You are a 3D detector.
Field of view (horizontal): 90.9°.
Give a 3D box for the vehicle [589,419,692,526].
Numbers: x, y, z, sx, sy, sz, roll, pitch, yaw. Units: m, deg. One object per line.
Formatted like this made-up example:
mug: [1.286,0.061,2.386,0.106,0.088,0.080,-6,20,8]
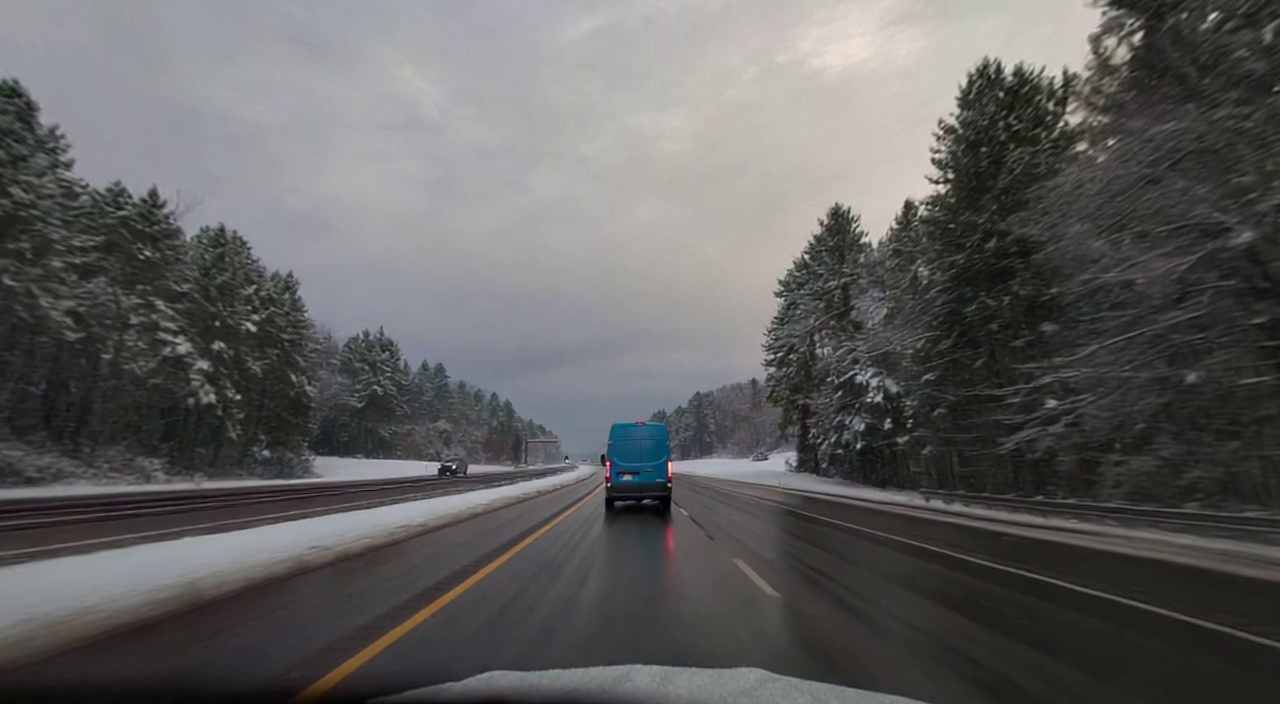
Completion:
vehicle: [-0.094,3.338,17.665,2.375,2.432,6.161,1,-10,-2]
